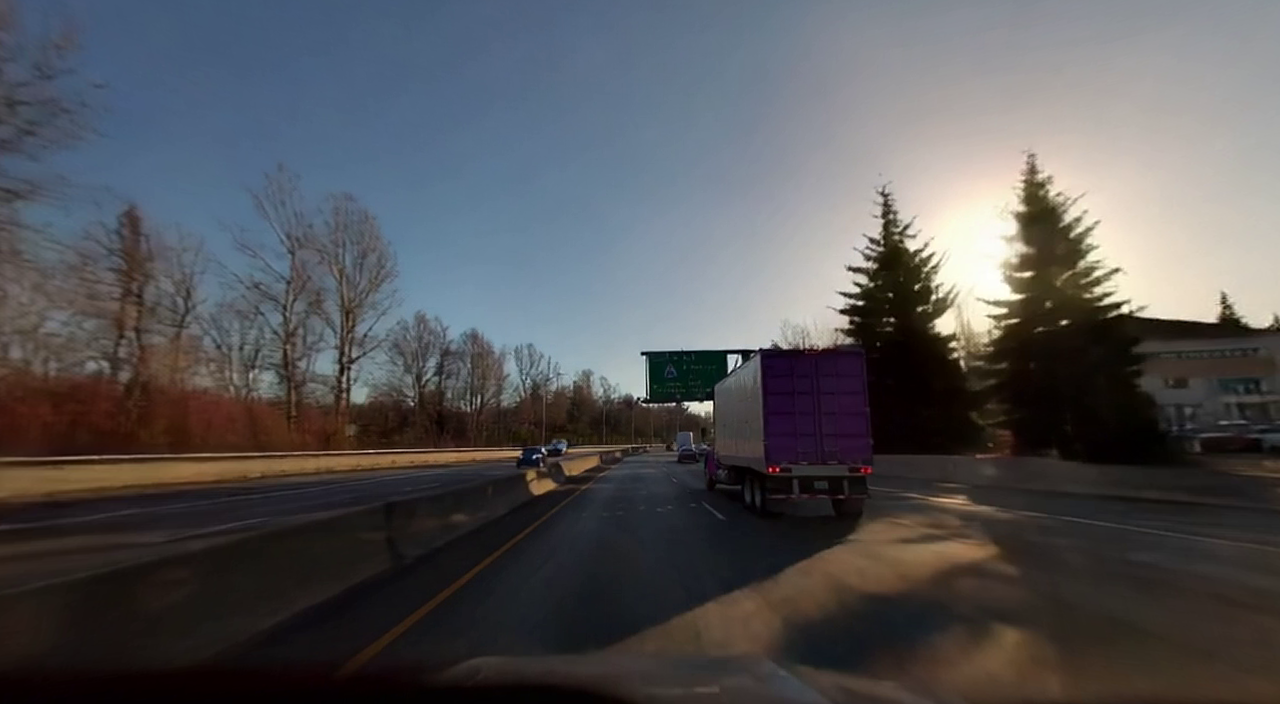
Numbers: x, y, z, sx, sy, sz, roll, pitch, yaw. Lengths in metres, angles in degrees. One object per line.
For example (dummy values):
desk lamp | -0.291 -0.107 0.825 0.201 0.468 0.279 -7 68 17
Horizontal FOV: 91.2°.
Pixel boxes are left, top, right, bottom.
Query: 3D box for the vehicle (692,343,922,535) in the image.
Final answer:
vehicle | 3.700 2.687 18.952 2.916 3.563 14.462 0 -9 0

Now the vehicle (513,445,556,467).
vehicle | -7.749 7.699 46.495 1.962 1.539 4.572 -1 -9 5
